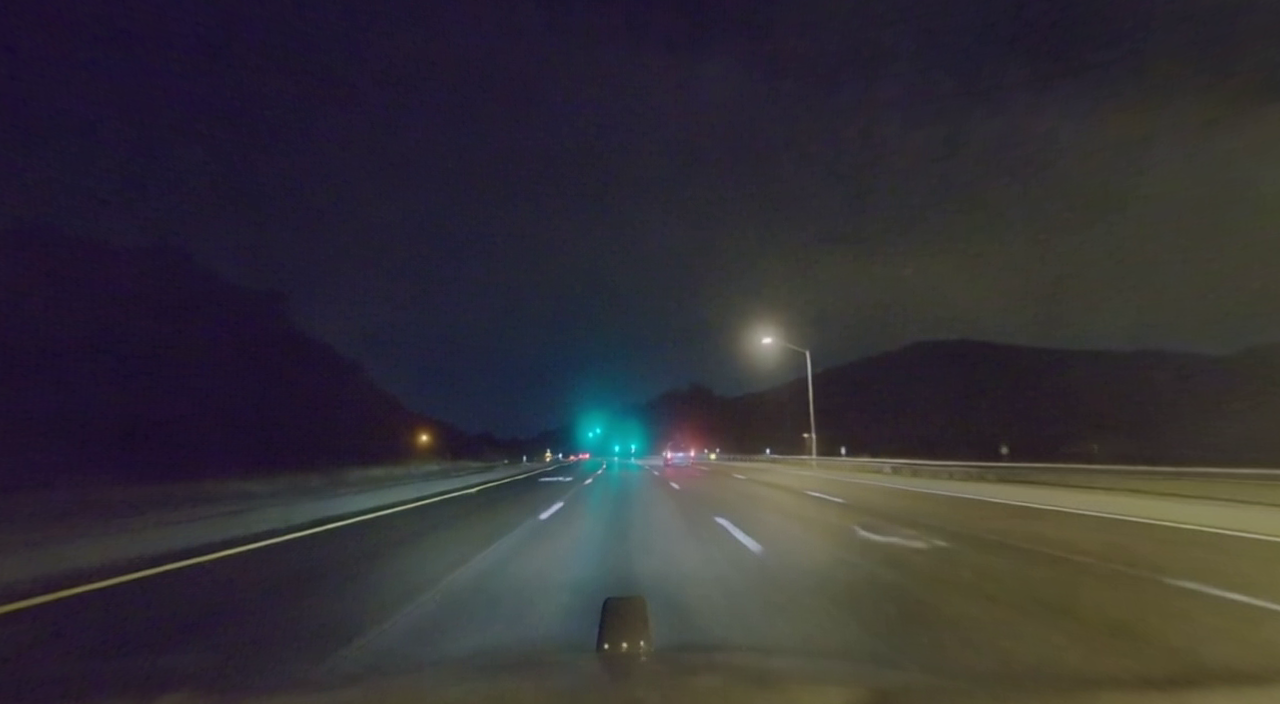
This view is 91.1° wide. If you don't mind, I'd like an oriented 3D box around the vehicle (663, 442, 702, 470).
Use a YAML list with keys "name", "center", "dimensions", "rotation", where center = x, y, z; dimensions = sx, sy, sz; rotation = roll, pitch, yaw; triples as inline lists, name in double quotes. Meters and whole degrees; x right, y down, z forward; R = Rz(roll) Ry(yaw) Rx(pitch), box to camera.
- name: "vehicle"
  center: [2.947, 7.341, 44.450]
  dimensions: [2.233, 1.861, 4.494]
  rotation: [1, -9, -3]
